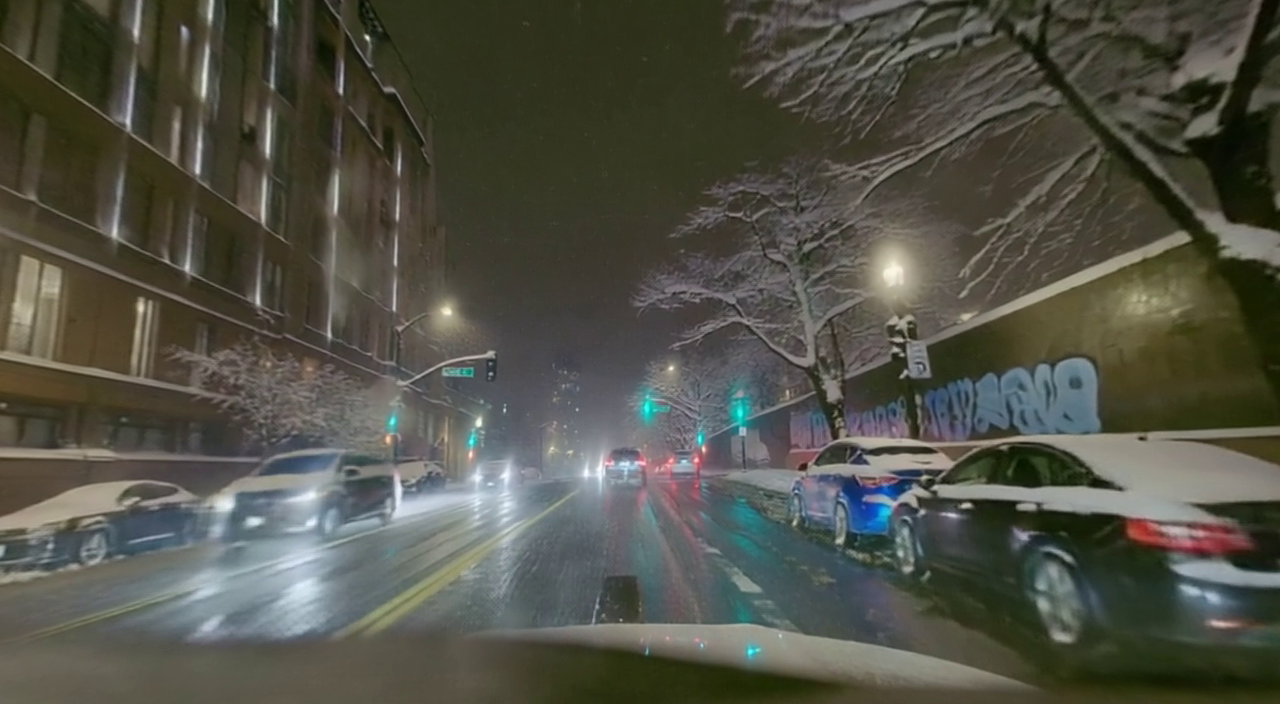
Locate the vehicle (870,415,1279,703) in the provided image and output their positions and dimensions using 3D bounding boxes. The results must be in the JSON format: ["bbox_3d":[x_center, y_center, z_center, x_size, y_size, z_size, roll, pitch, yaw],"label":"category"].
[{"bbox_3d":[4.140,1.558,6.054,2.032,1.687,4.374,0,-8,-3],"label":"vehicle"}]

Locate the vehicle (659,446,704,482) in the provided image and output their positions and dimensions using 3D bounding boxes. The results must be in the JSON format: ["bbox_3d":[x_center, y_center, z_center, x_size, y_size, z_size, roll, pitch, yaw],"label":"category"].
[{"bbox_3d":[2.251,5.930,33.657,2.207,1.761,4.292,-1,-8,5],"label":"vehicle"}]

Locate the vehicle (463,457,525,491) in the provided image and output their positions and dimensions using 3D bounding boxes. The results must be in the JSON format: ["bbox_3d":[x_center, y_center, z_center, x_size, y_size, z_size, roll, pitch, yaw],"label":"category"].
[{"bbox_3d":[-6.952,5.859,30.620,2.040,1.402,4.237,0,-8,-1],"label":"vehicle"}]

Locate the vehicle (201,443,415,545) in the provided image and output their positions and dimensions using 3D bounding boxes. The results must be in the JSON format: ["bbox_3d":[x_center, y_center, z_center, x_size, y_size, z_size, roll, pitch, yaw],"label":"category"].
[{"bbox_3d":[-6.597,2.807,13.290,2.147,1.747,4.409,0,-8,-1],"label":"vehicle"}]

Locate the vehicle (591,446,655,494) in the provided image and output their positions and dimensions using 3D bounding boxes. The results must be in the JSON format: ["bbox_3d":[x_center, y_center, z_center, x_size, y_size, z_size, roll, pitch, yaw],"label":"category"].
[{"bbox_3d":[-0.614,4.292,23.458,2.166,1.579,4.300,0,-8,-1],"label":"vehicle"}]

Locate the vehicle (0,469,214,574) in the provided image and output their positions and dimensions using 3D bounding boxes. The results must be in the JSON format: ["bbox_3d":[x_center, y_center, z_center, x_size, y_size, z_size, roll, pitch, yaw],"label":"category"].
[{"bbox_3d":[-11.053,3.353,13.018,1.741,1.506,4.370,-5,-8,-3],"label":"vehicle"}]
